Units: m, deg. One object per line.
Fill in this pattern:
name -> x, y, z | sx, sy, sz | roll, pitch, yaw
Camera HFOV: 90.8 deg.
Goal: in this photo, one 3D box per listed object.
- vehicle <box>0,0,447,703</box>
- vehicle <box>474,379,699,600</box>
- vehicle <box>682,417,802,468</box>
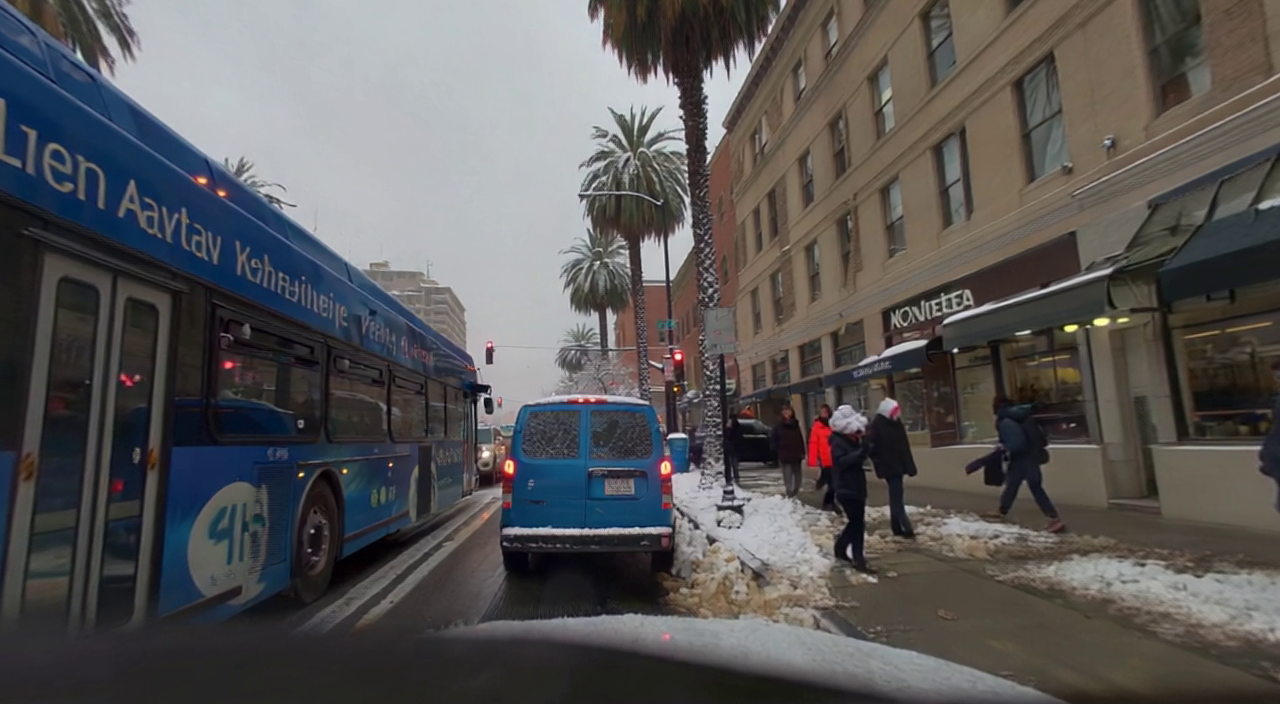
vehicle -> -3.761, 0.129, 3.037 | 2.863, 3.233, 11.573 | 0, -8, -4
vehicle -> -0.791, 1.521, 7.802 | 2.002, 1.907, 4.211 | 1, -9, -9
vehicle -> 4.643, 4.182, 29.237 | 4.996, 2.251, 2.283 | 1, -8, -6
